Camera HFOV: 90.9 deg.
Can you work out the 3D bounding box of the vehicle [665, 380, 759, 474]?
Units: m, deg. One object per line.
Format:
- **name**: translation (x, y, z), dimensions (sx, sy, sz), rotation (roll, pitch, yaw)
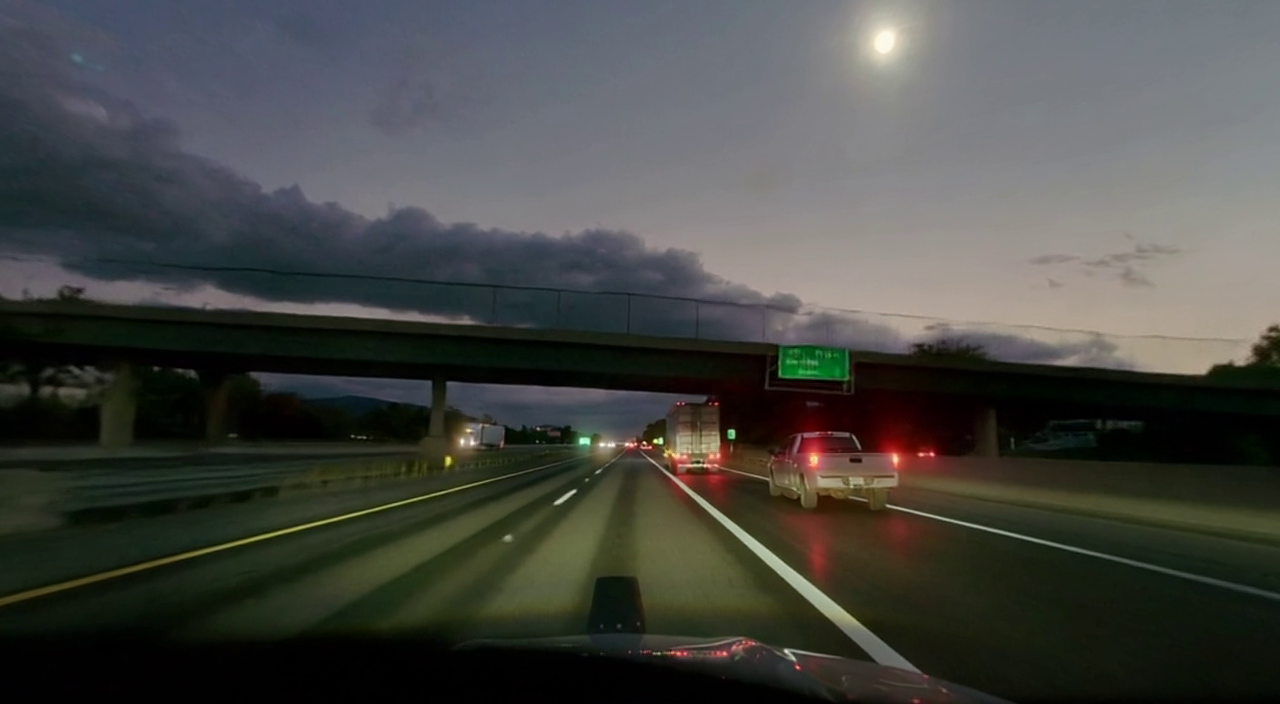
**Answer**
- **vehicle**: translation (3.543, 4.486, 35.795), dimensions (3.323, 4.262, 14.056), rotation (0, -9, -2)
